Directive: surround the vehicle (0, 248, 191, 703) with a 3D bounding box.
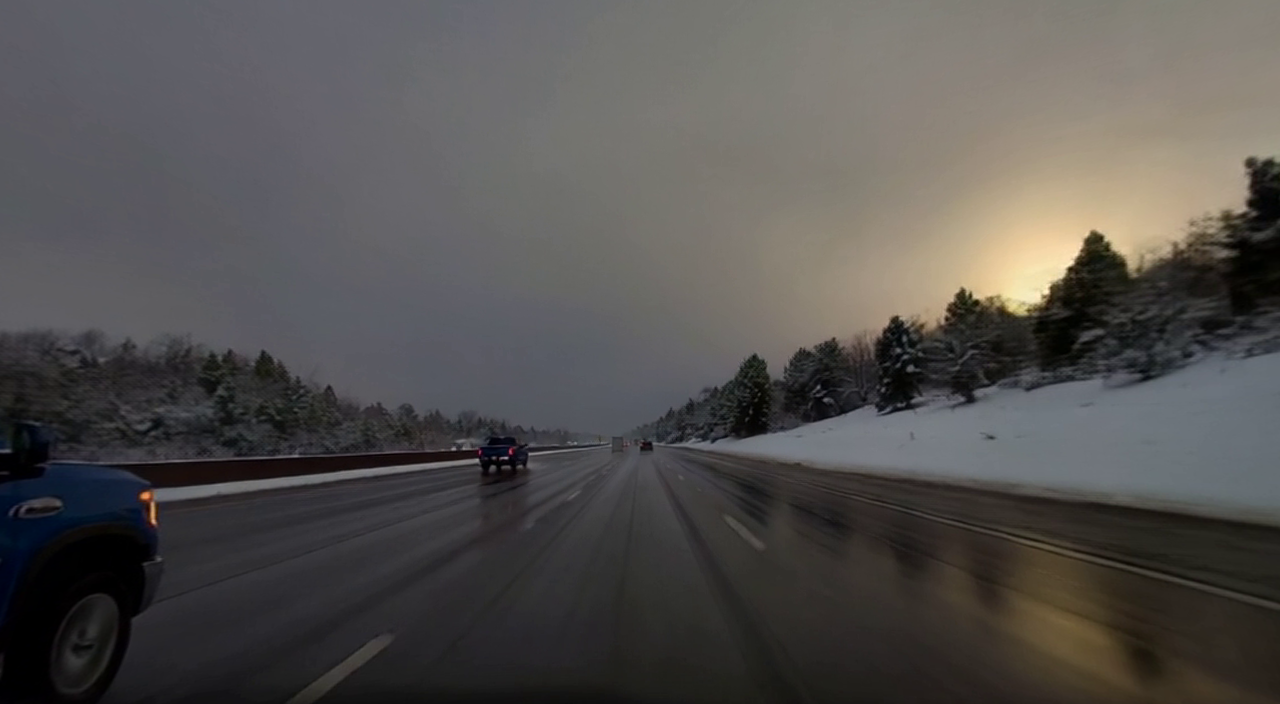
[{"bbox_3d":[-3.626,0.289,0.205,2.339,2.004,6.171,0,-9,1],"label":"vehicle"}]

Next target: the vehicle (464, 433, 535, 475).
[{"bbox_3d":[-6.897,5.065,31.523,2.260,1.917,5.499,0,-9,0],"label":"vehicle"}]
